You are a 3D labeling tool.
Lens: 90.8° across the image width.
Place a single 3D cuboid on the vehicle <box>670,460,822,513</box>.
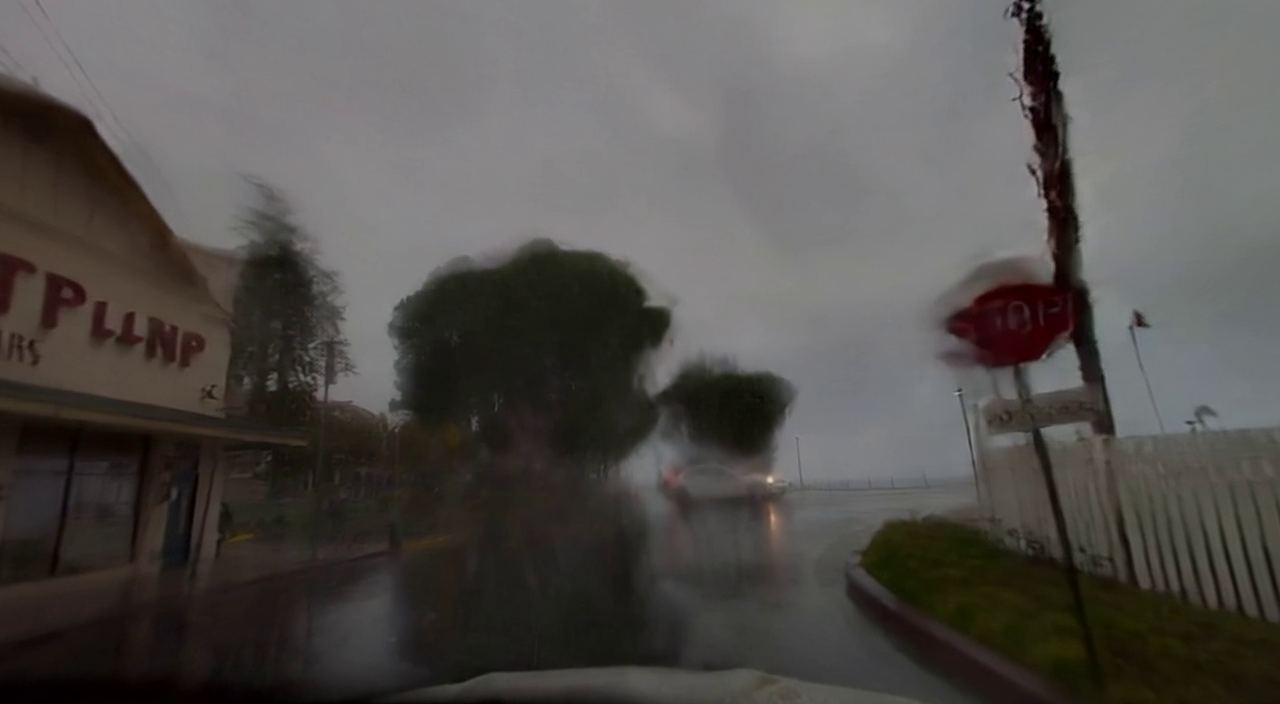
[{"bbox_3d":[3.503,4.566,22.059,2.112,1.479,5.323,6,-10,-34],"label":"vehicle"}]
